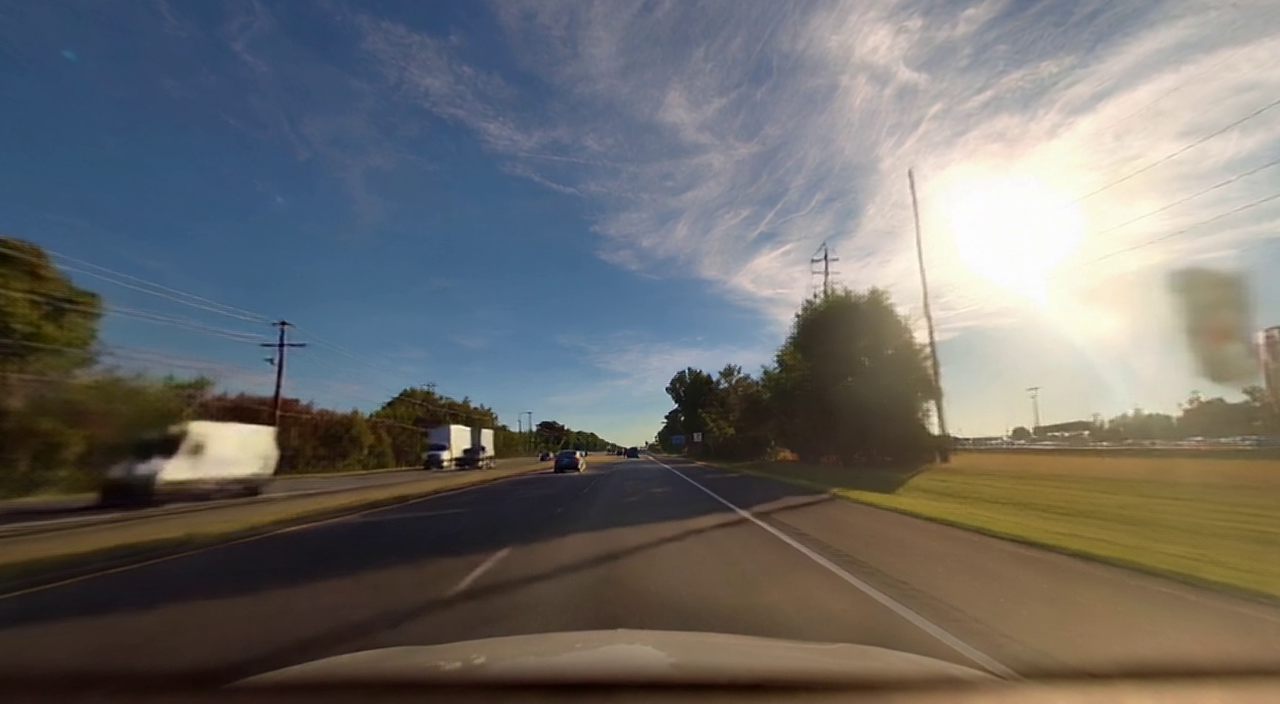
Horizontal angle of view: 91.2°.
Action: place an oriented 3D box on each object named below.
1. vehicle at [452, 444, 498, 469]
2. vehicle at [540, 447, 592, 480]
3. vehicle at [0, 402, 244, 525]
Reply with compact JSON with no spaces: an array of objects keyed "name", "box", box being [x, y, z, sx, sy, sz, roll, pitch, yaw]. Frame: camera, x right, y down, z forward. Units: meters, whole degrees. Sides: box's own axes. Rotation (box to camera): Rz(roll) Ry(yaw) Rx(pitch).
[{"name":"vehicle","box":[-12.421,7.896,47.495,2.144,1.816,4.673,0,-9,0]},{"name":"vehicle","box":[-3.650,5.632,31.830,2.123,1.545,4.404,0,-9,0]},{"name":"vehicle","box":[-13.582,2.797,16.169,2.240,2.488,6.830,0,-9,0]}]
